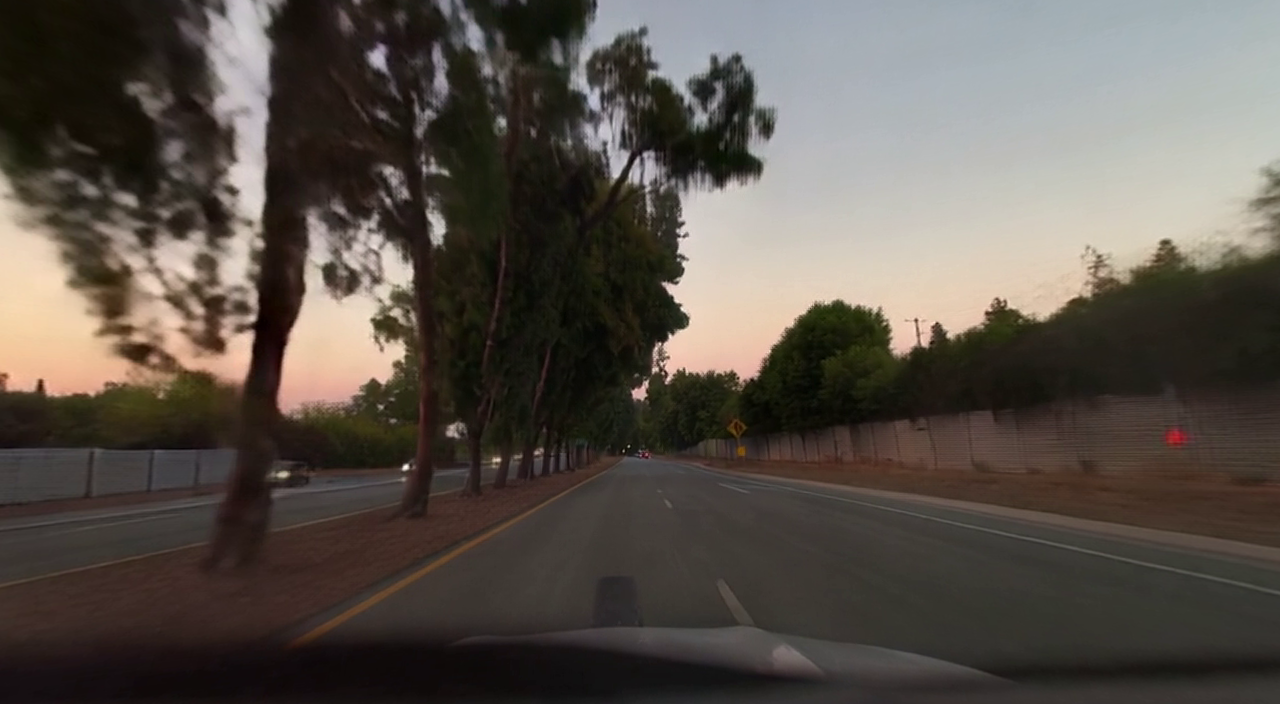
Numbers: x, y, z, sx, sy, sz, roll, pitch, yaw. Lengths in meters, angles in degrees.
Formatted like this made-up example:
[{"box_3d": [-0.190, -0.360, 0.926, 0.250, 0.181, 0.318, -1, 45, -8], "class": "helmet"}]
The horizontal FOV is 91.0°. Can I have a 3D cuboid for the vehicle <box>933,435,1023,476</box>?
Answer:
[{"box_3d": [16.489, 5.040, 30.990, 1.855, 1.670, 4.616, -4, -7, 1], "class": "vehicle"}]

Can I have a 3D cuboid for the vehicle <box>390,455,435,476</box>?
[{"box_3d": [-17.512, 8.711, 48.594, 1.845, 1.478, 4.574, 1, -9, -1], "class": "vehicle"}]

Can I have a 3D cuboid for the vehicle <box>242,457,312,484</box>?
[{"box_3d": [-25.431, 8.279, 44.304, 2.005, 1.708, 4.760, 0, -9, 1], "class": "vehicle"}]
